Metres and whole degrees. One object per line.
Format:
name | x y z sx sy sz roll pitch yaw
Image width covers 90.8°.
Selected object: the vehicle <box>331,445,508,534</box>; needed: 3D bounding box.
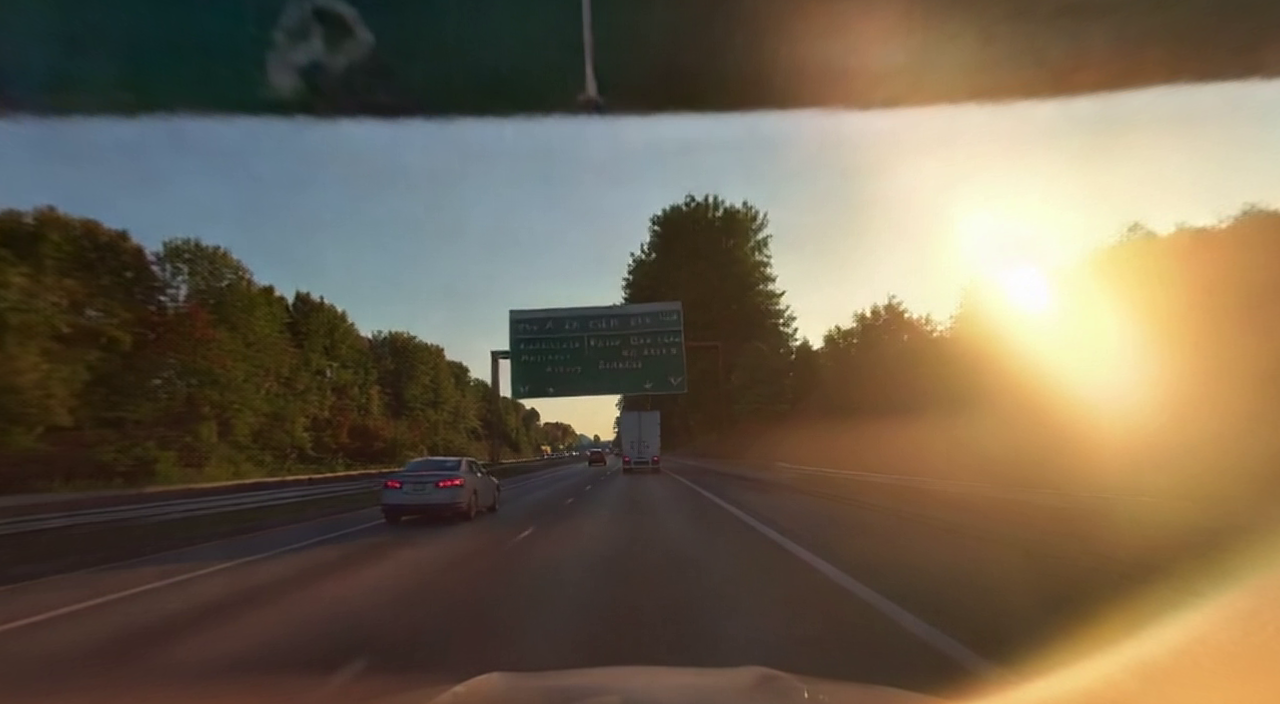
vehicle | -4.088 2.609 12.583 1.968 1.460 4.227 0 -9 1
